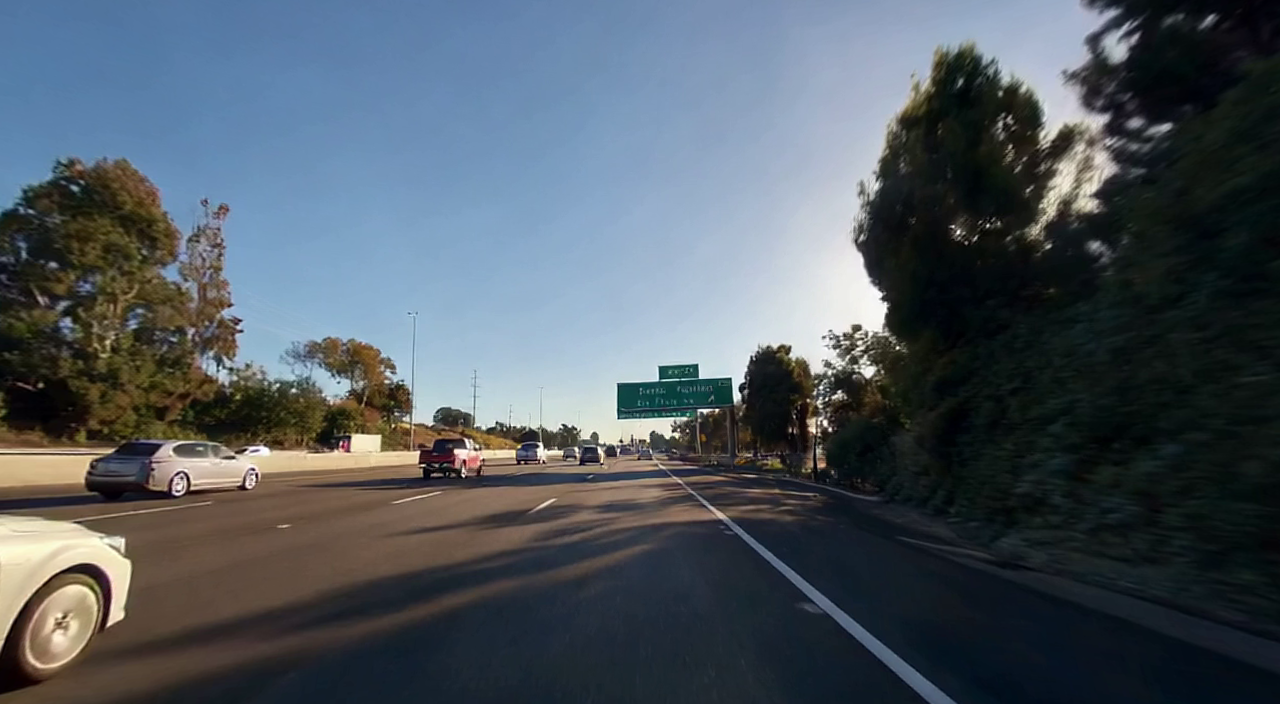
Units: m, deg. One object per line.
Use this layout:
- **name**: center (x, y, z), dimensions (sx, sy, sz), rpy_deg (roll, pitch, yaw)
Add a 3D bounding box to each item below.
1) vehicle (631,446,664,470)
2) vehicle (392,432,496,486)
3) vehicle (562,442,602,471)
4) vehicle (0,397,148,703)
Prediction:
- **vehicle**: center (0.551, 7.247, 43.367), dimensions (2.153, 1.510, 4.646), rpy_deg (0, -9, 1)
- **vehicle**: center (-7.576, 4.196, 25.104), dimensions (2.250, 1.870, 5.647), rpy_deg (0, -9, 1)
- **vehicle**: center (-3.723, 6.812, 41.277), dimensions (2.132, 1.708, 4.571), rpy_deg (0, -9, 1)
- **vehicle**: center (-4.190, 0.789, 1.700), dimensions (2.027, 1.547, 4.511), rpy_deg (0, -9, 0)
